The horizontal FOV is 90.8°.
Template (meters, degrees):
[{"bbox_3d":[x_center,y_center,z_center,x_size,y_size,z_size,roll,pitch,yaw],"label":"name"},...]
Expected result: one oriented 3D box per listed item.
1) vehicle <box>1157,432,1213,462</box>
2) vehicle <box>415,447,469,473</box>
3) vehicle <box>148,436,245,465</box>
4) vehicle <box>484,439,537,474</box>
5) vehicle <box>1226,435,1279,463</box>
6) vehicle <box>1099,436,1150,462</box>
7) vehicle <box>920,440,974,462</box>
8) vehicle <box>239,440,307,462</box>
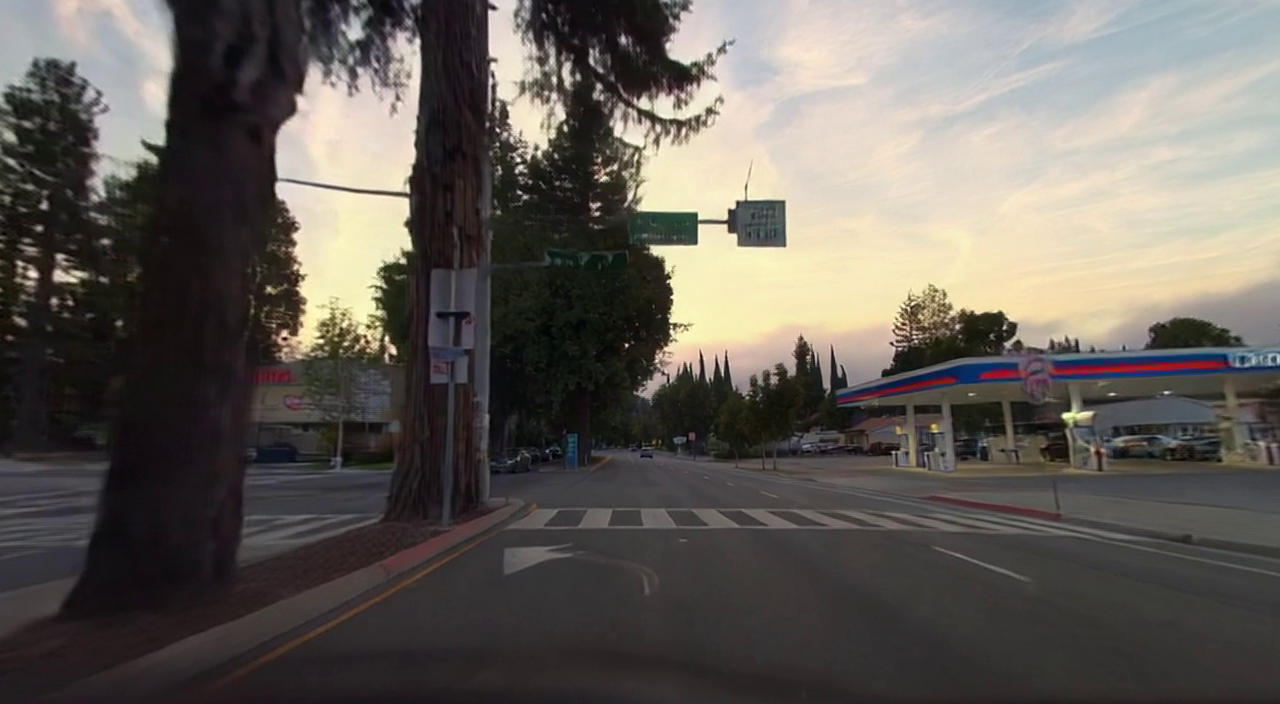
[{"bbox_3d":[30.672,5.366,35.515,2.103,1.561,4.355,-8,-11,41],"label":"vehicle"},{"bbox_3d":[-11.796,6.449,38.020,1.909,1.469,4.370,0,-9,-1],"label":"vehicle"},{"bbox_3d":[-28.841,6.418,41.142,4.938,1.778,1.954,6,-11,-37],"label":"vehicle"},{"bbox_3d":[-6.866,5.586,33.961,1.987,1.747,4.545,0,-9,-2],"label":"vehicle"},{"bbox_3d":[32.542,5.157,33.625,1.771,1.422,3.931,-8,-11,41],"label":"vehicle"},{"bbox_3d":[28.880,5.766,37.607,1.815,1.480,4.406,-8,-12,43],"label":"vehicle"},{"bbox_3d":[21.799,7.002,44.775,4.557,1.434,1.916,8,-12,-44],"label":"vehicle"},{"bbox_3d":[-28.632,7.737,49.432,4.390,1.665,1.934,4,-10,-27],"label":"vehicle"}]
